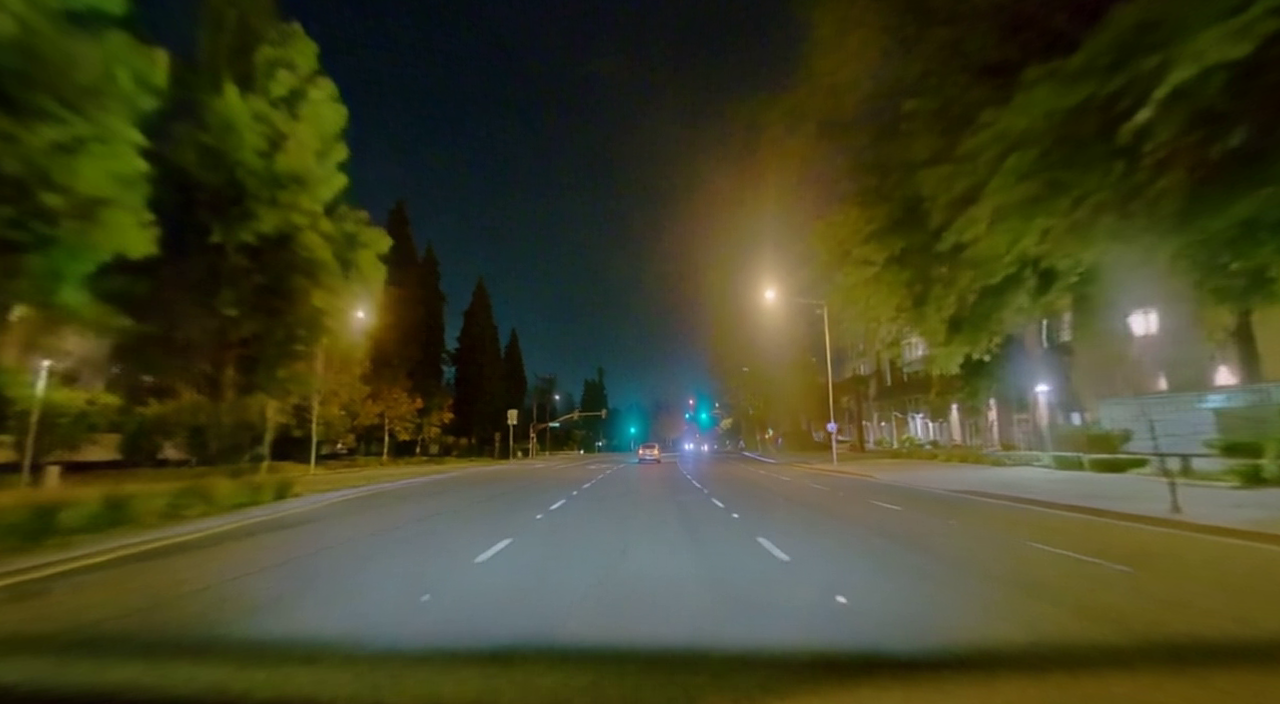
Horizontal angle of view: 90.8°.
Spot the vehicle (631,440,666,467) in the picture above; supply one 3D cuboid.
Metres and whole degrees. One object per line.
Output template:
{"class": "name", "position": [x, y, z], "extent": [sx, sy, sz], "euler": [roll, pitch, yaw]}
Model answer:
{"class": "vehicle", "position": [0.563, 6.312, 39.359], "extent": [2.037, 1.568, 3.693], "euler": [0, -9, 3]}
